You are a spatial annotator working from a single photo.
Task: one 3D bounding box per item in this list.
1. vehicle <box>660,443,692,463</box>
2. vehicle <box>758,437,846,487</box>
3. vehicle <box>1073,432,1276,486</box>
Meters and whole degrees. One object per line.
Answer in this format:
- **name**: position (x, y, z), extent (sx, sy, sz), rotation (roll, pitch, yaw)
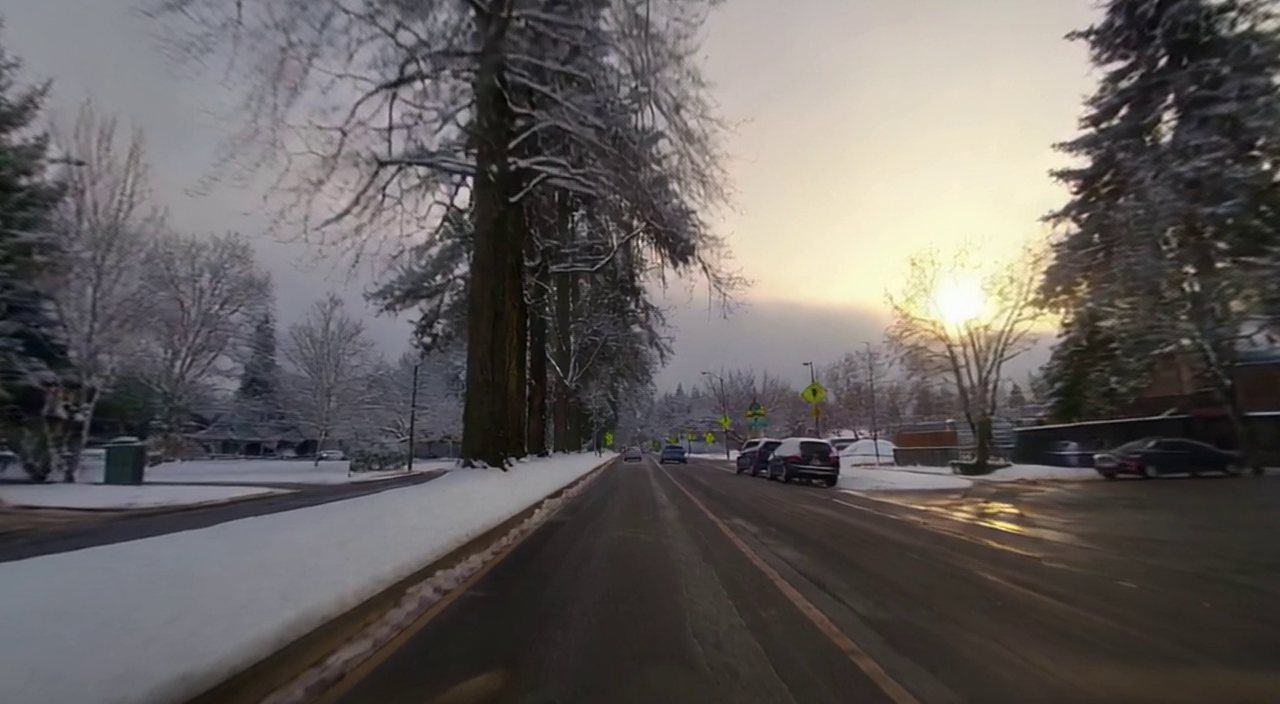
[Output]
- **vehicle**: position (2.715, 7.734, 48.530), extent (2.142, 1.501, 4.273), rotation (0, -8, -1)
- **vehicle**: position (6.286, 4.334, 25.215), extent (2.040, 1.710, 5.200), rotation (2, -9, -1)
- **vehicle**: position (15.857, 3.187, 18.926), extent (4.331, 1.413, 1.892), rotation (-1, -9, -1)
